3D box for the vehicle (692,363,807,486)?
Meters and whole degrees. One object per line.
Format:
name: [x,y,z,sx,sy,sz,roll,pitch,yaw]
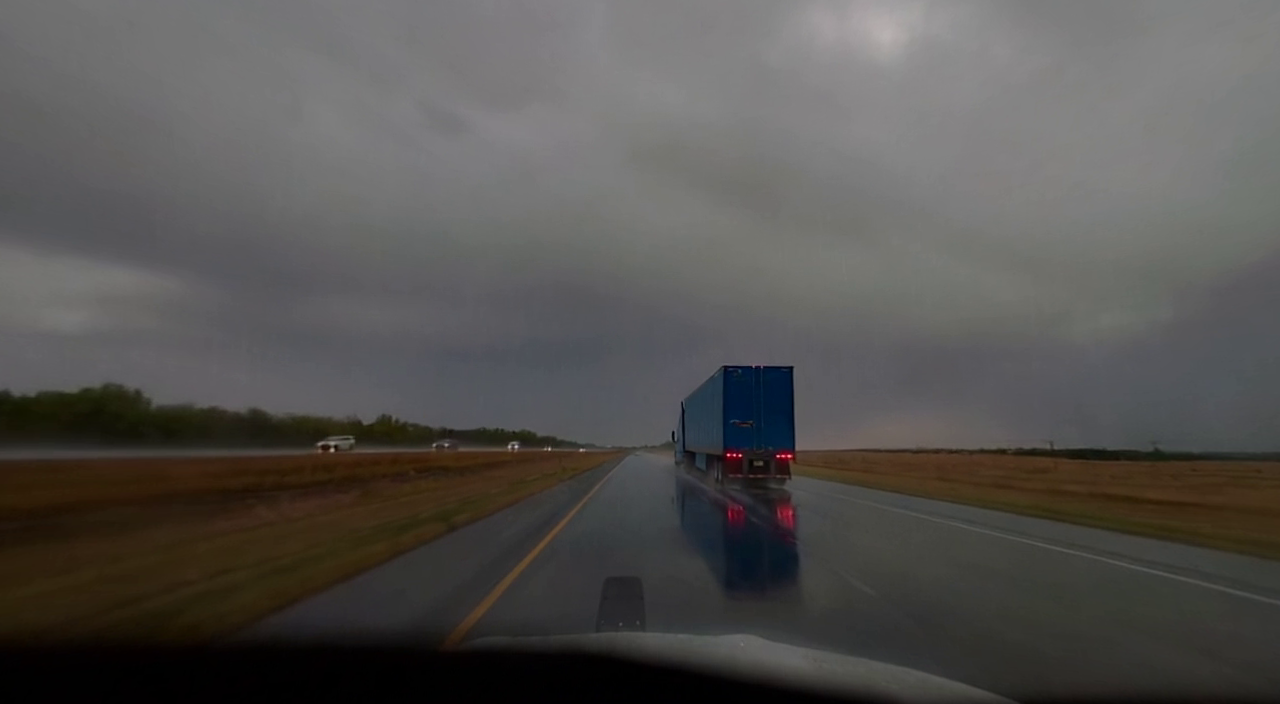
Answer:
vehicle: [4.240,3.446,27.955,2.818,4.206,12.987,0,-9,0]
